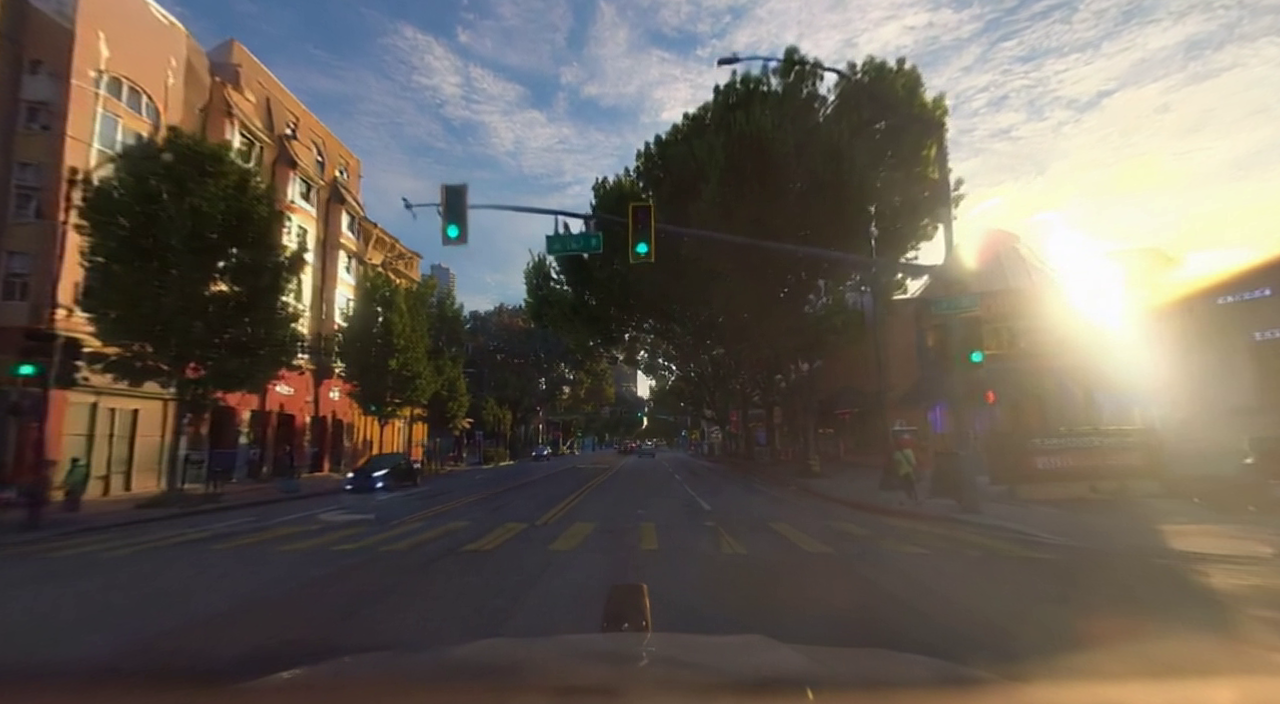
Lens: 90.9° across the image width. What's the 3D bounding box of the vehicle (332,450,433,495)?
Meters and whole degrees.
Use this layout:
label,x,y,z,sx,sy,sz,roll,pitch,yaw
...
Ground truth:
label,x,y,z,sx,sy,sz,roll,pitch,yaw
vehicle,-9.212,4.322,22.982,1.913,1.457,4.048,-1,-8,1
